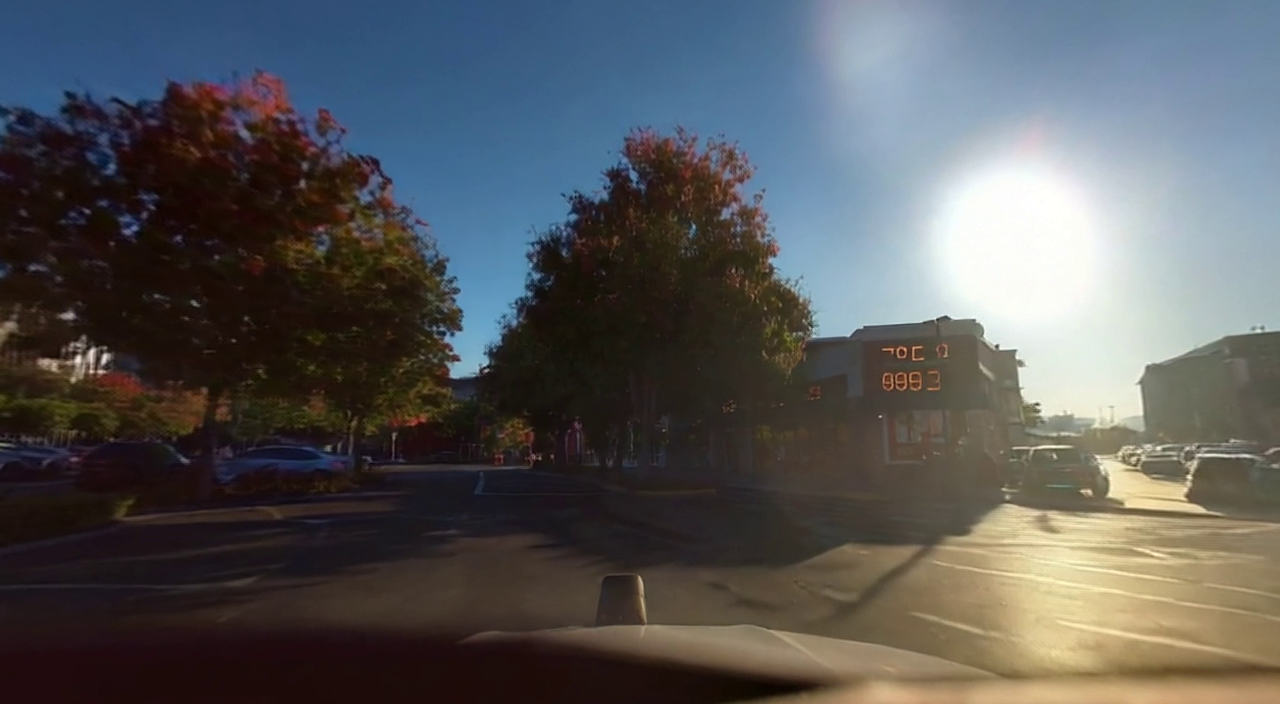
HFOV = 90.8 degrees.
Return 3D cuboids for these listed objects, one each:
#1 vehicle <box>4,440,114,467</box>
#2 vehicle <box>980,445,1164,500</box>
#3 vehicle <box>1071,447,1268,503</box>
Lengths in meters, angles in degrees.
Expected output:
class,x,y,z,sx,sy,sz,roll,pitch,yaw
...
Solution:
class,x,y,z,sx,sy,sz,roll,pitch,yaw
vehicle,-33.469,5.854,36.582,4.431,1.449,1.808,6,-10,-36
vehicle,13.285,3.698,19.941,2.140,1.507,4.856,1,-8,-4
vehicle,16.586,3.826,20.220,1.804,1.502,4.815,1,-8,-7
